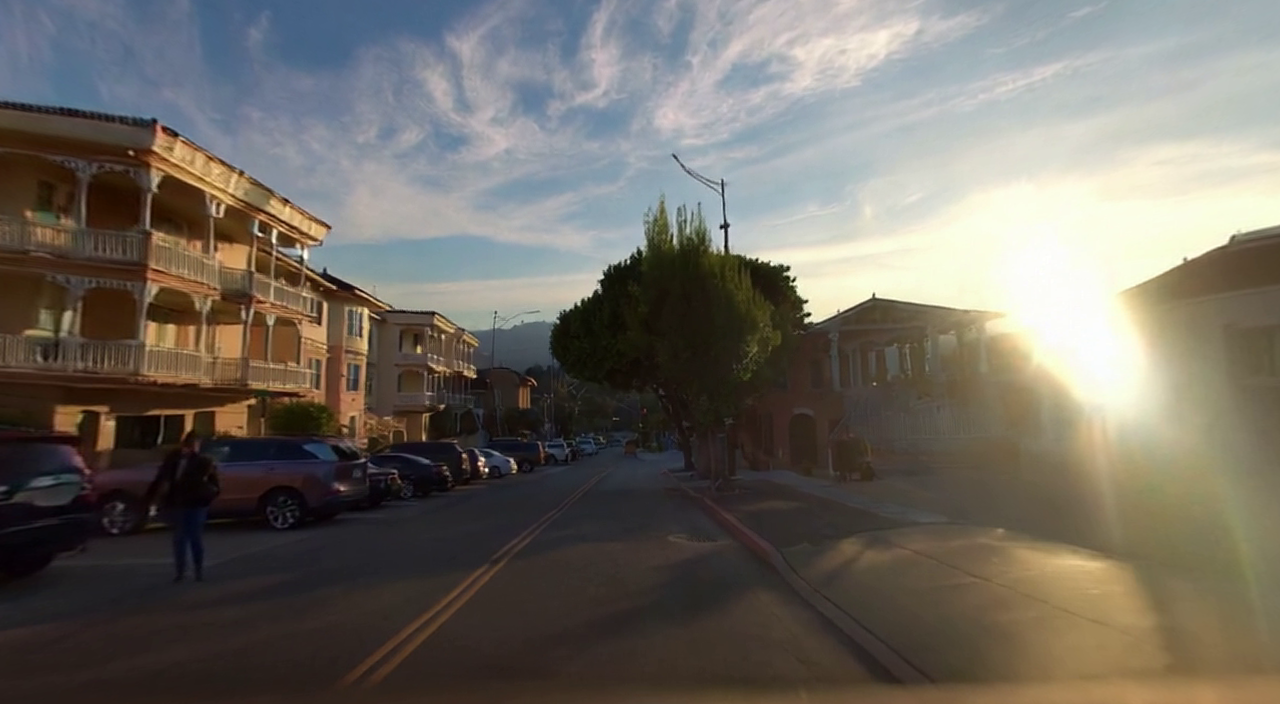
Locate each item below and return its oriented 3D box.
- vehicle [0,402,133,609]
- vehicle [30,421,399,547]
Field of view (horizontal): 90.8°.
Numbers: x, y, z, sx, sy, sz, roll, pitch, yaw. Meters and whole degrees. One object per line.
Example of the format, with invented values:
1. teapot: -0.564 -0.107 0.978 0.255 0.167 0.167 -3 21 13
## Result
1. vehicle: -7.879 1.479 6.193 4.025 1.878 1.954 0 -9 -1
2. vehicle: -7.320 2.299 11.357 4.981 1.975 2.296 -1 -9 3
